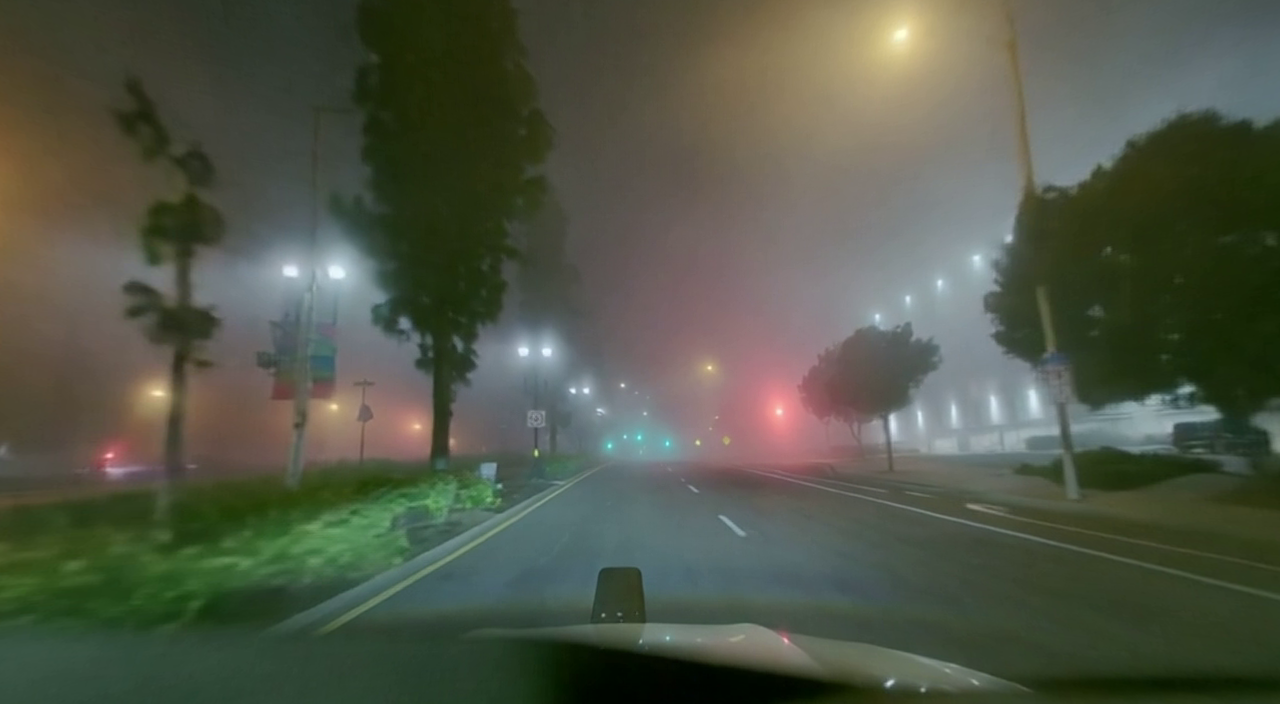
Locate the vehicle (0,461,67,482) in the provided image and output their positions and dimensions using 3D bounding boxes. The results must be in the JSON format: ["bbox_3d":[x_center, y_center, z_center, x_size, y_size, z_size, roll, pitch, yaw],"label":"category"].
[{"bbox_3d":[-44.484,8.713,46.259,1.709,1.420,3.659,0,-9,-3],"label":"vehicle"}]

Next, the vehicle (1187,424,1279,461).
[{"bbox_3d":[31.793,4.700,32.852,4.926,1.804,2.100,0,-10,-7],"label":"vehicle"}]

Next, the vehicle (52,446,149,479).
[{"bbox_3d":[-39.460,8.101,46.476,2.265,2.236,5.627,0,-9,-2],"label":"vehicle"}]
